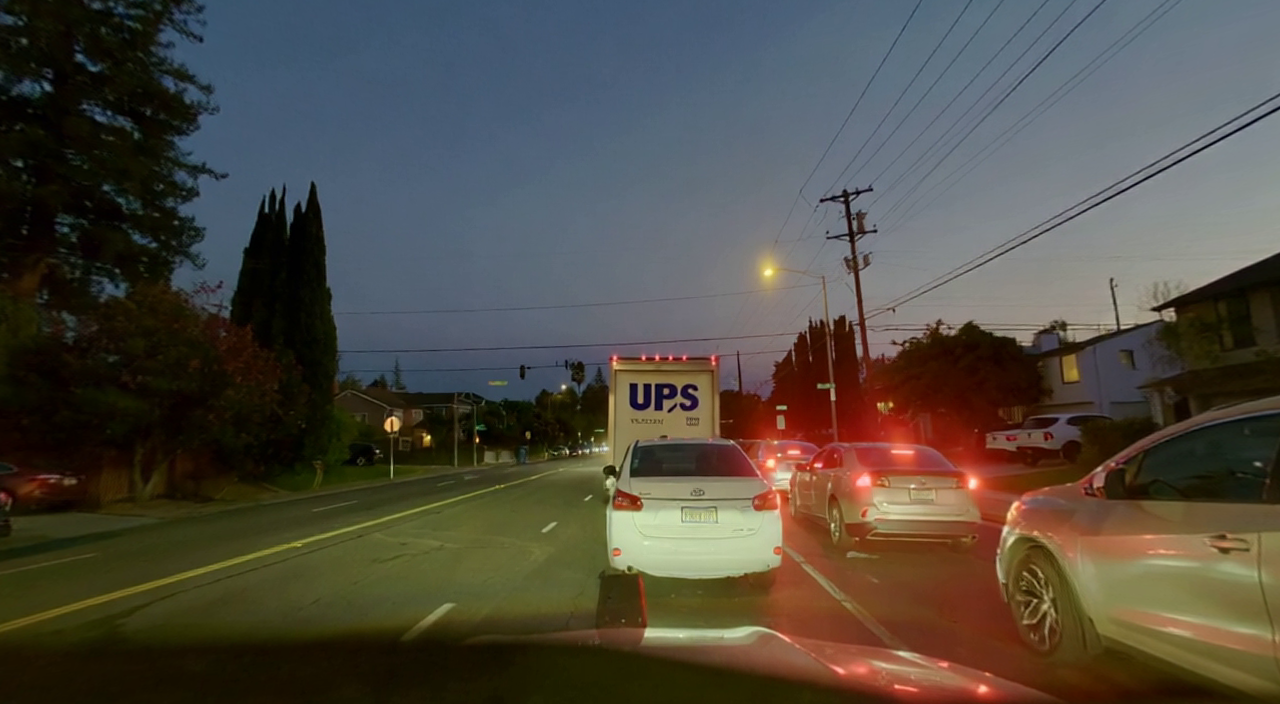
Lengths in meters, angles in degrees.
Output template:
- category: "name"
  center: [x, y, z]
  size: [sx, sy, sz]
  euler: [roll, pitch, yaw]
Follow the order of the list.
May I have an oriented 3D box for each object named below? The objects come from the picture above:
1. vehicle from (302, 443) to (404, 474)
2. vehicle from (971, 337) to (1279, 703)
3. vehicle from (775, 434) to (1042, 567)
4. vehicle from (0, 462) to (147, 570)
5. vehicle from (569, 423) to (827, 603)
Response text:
- category: "vehicle"
  center: [-17.428, 6.467, 38.305]
  size: [5.274, 1.793, 1.921]
  euler: [0, -8, 3]
- category: "vehicle"
  center: [3.318, 0.769, 1.926]
  size: [2.069, 1.722, 4.888]
  euler: [0, -8, 2]
- category: "vehicle"
  center: [3.505, 2.006, 9.349]
  size: [1.993, 1.479, 4.487]
  euler: [0, -8, 0]
- category: "vehicle"
  center: [-10.348, 2.485, 9.478]
  size: [1.925, 1.482, 4.753]
  euler: [0, -8, 0]
- category: "vehicle"
  center: [0.479, 1.680, 7.534]
  size: [2.158, 1.499, 4.377]
  euler: [0, -8, 0]
